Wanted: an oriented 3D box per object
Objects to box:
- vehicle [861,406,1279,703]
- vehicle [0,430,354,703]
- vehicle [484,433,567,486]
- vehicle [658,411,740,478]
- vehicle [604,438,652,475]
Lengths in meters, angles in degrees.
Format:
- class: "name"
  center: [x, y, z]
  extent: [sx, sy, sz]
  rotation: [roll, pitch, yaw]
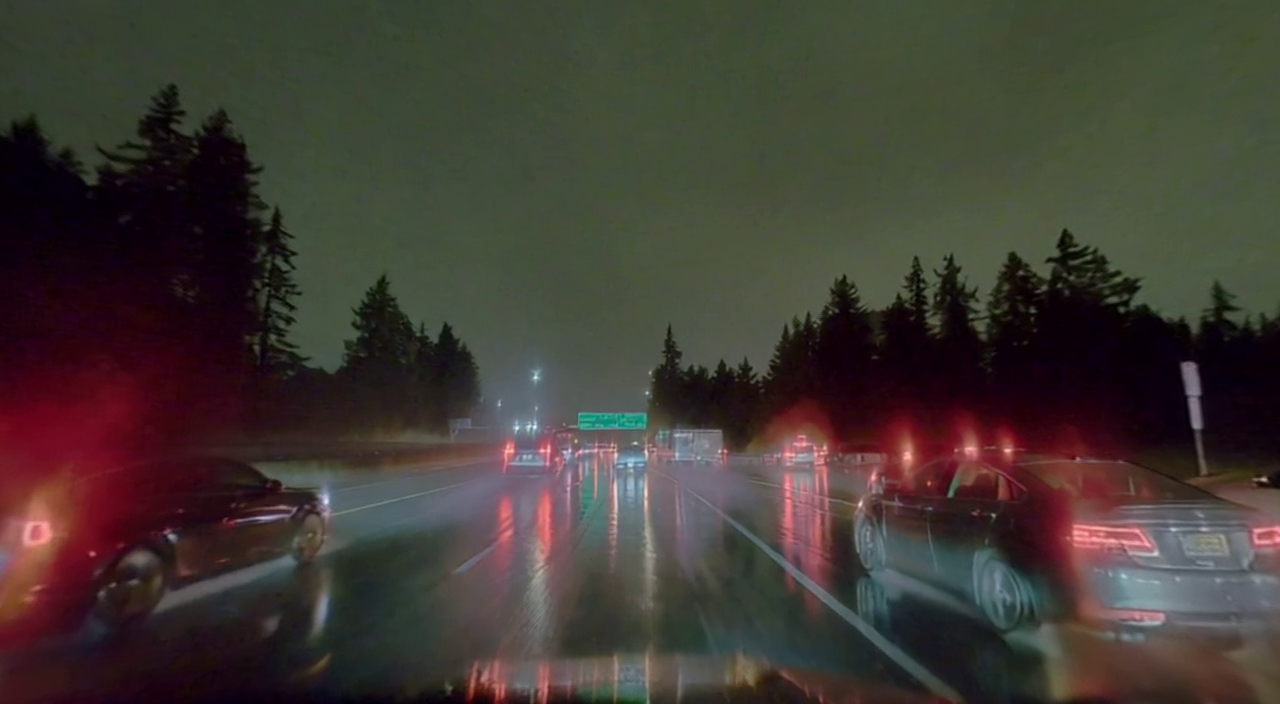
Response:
- class: "vehicle"
  center: [3.070, 1.182, 3.634]
  extent: [2.031, 1.504, 4.327]
  rotation: [0, -9, 0]
- class: "vehicle"
  center: [-4.094, 1.316, 4.552]
  extent: [1.947, 1.424, 4.264]
  rotation: [0, -9, 2]
- class: "vehicle"
  center: [-4.172, 4.011, 23.820]
  extent: [2.176, 1.783, 4.799]
  rotation: [0, -9, 0]
- class: "vehicle"
  center: [3.079, 5.440, 37.103]
  extent: [3.426, 3.279, 12.313]
  rotation: [0, -8, -1]
- class: "vehicle"
  center: [-0.583, 5.254, 31.833]
  extent: [2.235, 1.682, 4.094]
  rotation: [0, -9, -1]
